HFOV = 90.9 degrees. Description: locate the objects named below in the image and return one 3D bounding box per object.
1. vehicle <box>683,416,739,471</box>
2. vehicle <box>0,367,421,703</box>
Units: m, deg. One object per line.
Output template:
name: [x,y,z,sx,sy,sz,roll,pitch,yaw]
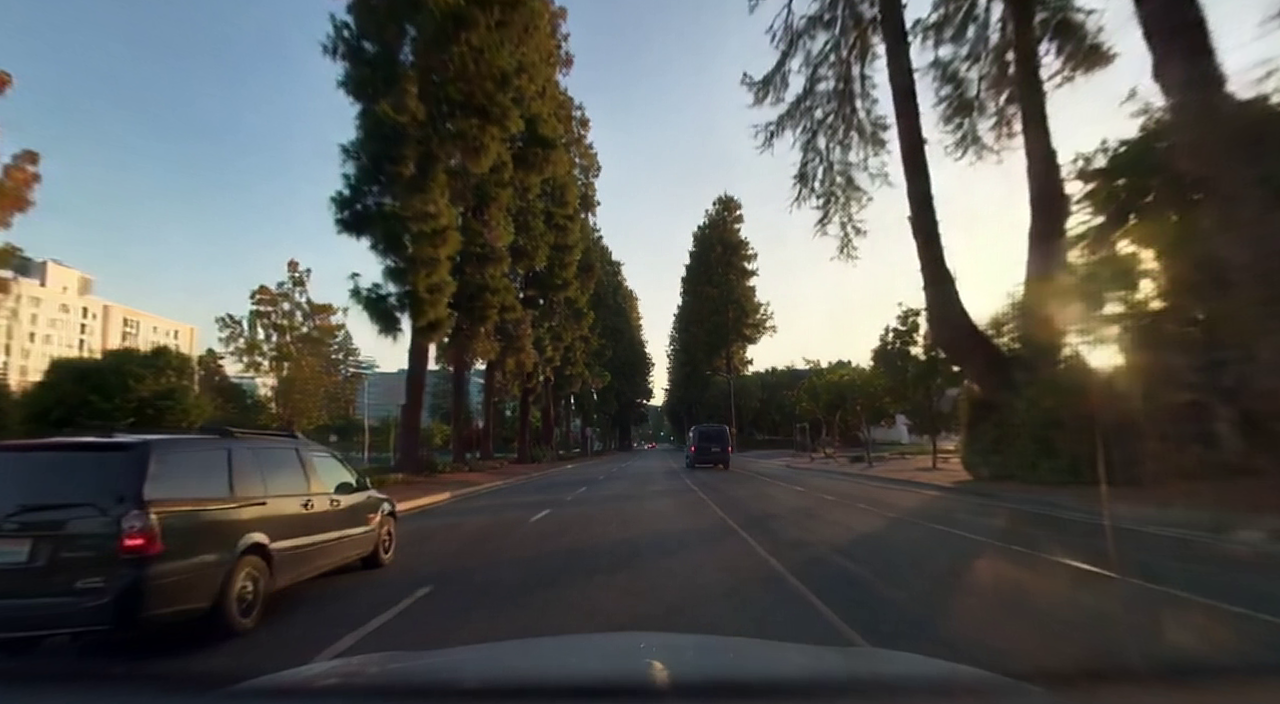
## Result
vehicle: [3.704,4.921,33.916,2.349,2.671,5.744,0,-8,0]
vehicle: [-3.547,1.185,4.636,2.129,1.602,4.532,0,-8,2]
